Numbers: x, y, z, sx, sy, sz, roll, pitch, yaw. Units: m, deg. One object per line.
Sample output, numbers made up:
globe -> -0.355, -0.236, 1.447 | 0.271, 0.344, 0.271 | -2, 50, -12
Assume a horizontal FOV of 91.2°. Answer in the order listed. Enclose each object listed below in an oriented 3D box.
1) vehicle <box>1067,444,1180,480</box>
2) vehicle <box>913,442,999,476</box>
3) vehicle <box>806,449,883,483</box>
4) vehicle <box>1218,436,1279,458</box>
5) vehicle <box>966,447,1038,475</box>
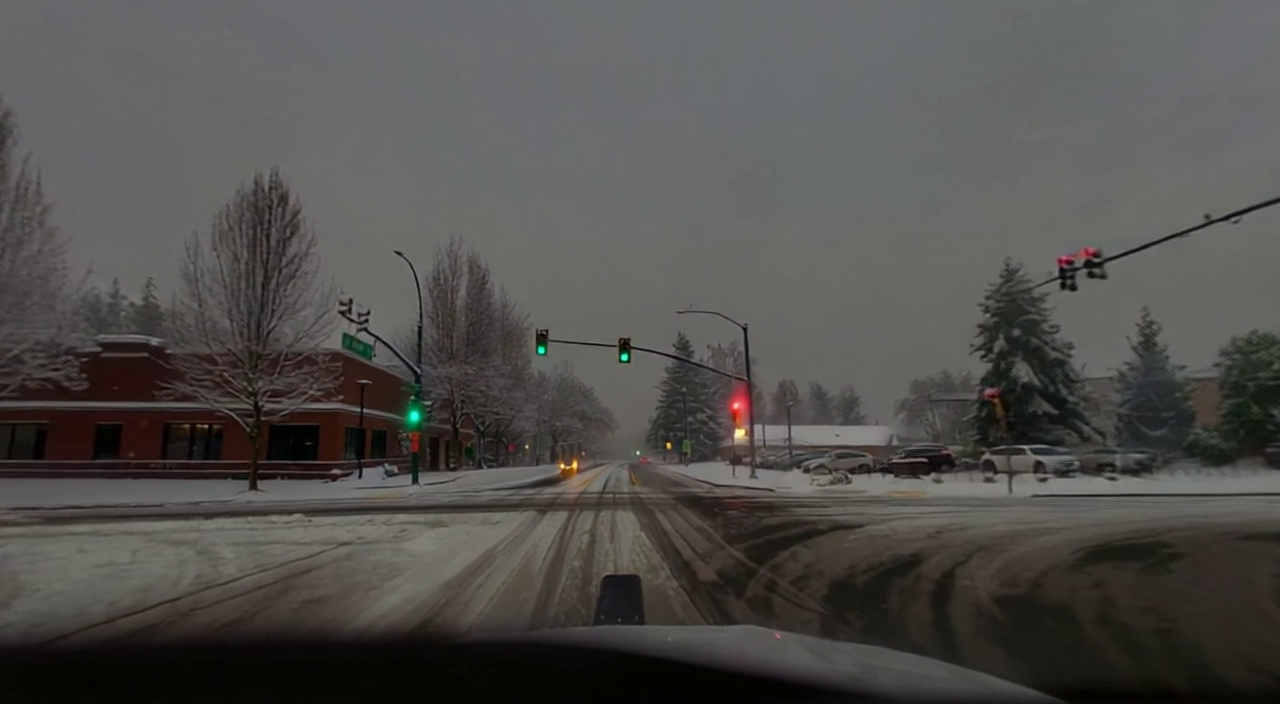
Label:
vehicle -> 20.023, 4.552, 26.151 | 1.851, 1.388, 3.475 | 0, -9, 0
vehicle -> 15.809, 5.293, 31.317 | 4.522, 1.546, 1.941 | 6, -11, -37
vehicle -> 10.083, 5.555, 30.745 | 1.955, 1.508, 4.295 | -8, -12, 41
vehicle -> 42.301, 6.603, 43.331 | 1.472, 1.397, 3.253 | -1, -9, 1
vehicle -> 20.609, 6.186, 35.867 | 1.923, 1.463, 3.758 | 0, -8, 2
